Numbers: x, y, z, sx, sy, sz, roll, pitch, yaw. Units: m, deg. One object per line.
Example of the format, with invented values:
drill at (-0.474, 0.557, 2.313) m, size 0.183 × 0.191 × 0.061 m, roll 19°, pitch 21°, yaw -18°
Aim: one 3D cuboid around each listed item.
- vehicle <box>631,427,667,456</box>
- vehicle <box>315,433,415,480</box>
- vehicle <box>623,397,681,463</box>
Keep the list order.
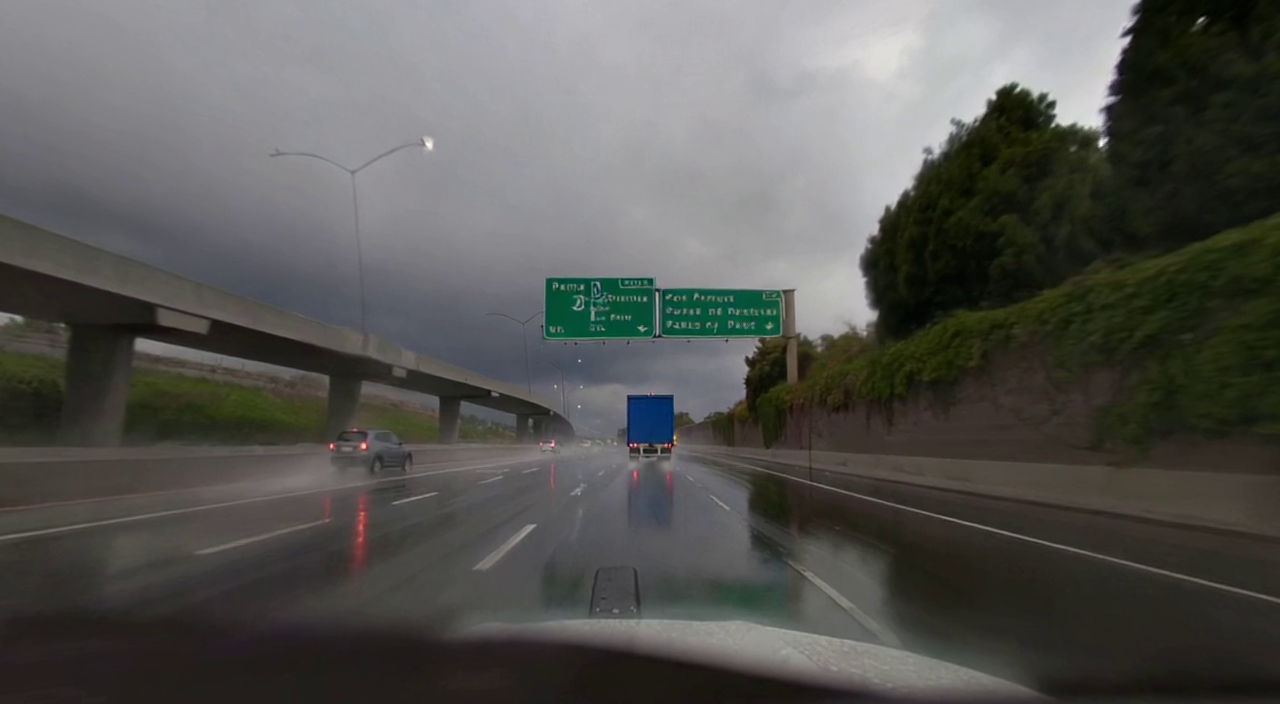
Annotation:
vehicle at (0.498, 5.393, 37.956) m, size 2.052 × 1.666 × 4.358 m, roll 0°, pitch -8°, yaw 0°
vehicle at (-10.376, 3.961, 24.209) m, size 1.919 × 1.625 × 4.183 m, roll 0°, pitch -8°, yaw 0°
vehicle at (0.517, 5.214, 41.161) m, size 3.233 × 3.678 × 11.032 m, roll 0°, pitch -8°, yaw -1°
